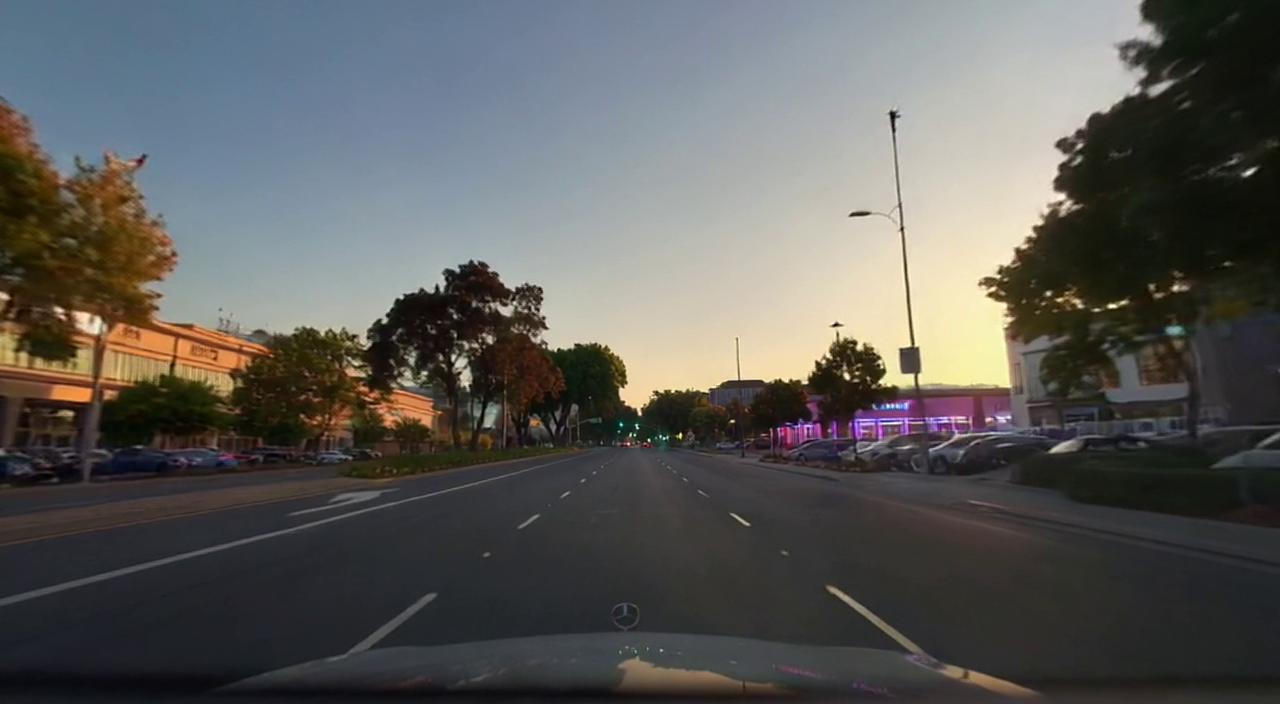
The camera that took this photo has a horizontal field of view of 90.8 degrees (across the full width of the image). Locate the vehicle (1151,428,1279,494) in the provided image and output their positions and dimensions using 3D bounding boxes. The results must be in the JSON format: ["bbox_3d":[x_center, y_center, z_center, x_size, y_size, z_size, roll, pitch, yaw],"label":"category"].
[{"bbox_3d":[15.027,2.514,14.820,1.878,1.458,4.709,-1,-9,-4],"label":"vehicle"}]

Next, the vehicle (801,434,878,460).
[{"bbox_3d":[13.357,6.398,42.468,4.386,1.570,2.043,-1,-9,-2],"label":"vehicle"}]

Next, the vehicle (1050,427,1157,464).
[{"bbox_3d":[24.362,4.935,33.467,1.917,1.772,5.073,0,-8,2],"label":"vehicle"}]

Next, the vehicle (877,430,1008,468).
[{"bbox_3d":[14.282,4.593,30.027,5.134,1.732,2.047,0,-8,0],"label":"vehicle"}]

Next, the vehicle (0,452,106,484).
[{"bbox_3d":[-30.572,5.955,32.529,4.323,1.467,1.895,-2,-9,-1],"label":"vehicle"}]

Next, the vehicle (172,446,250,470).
[{"bbox_3d":[-30.780,7.582,45.359,4.189,1.678,1.887,0,-8,1],"label":"vehicle"}]
